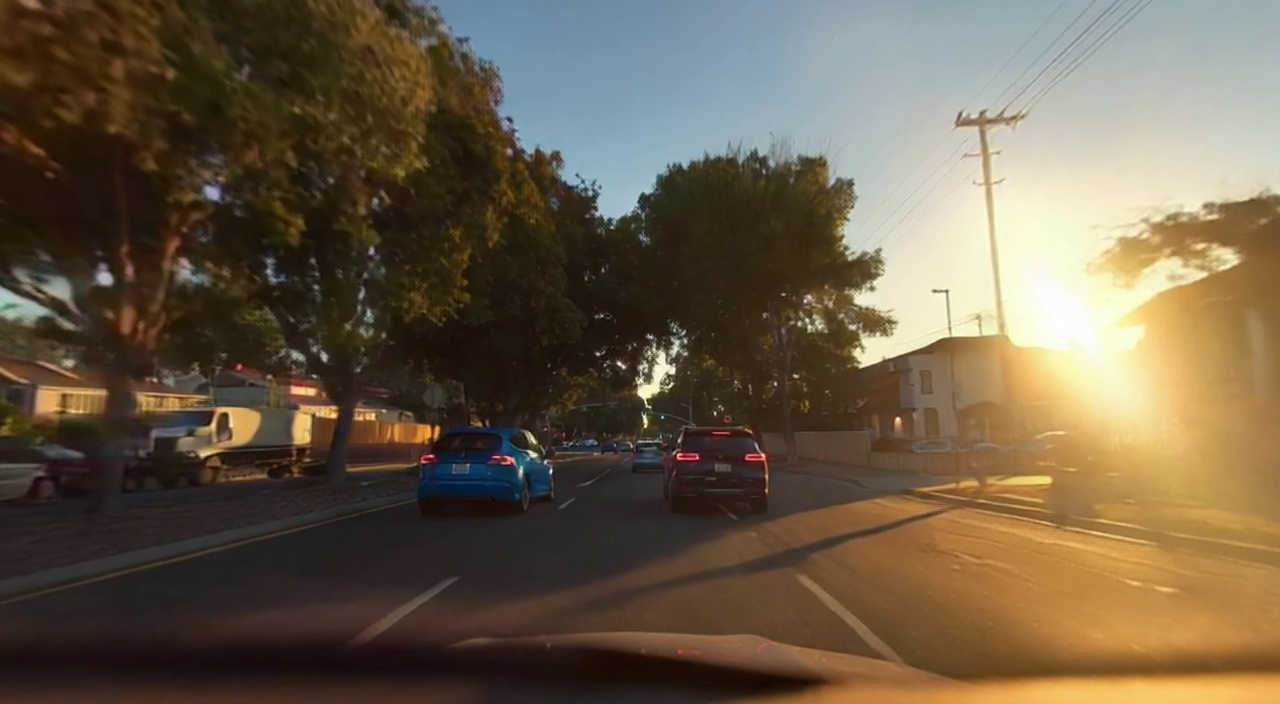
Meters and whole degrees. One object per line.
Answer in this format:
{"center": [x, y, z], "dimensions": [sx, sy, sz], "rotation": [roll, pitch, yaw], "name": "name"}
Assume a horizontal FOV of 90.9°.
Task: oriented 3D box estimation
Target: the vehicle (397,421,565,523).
{"center": [-2.933, 2.347, 12.881], "dimensions": [2.043, 1.687, 4.676], "rotation": [0, -8, 2], "name": "vehicle"}

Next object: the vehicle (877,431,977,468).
{"center": [15.964, 5.397, 35.379], "dimensions": [2.032, 1.877, 4.876], "rotation": [2, -7, -25], "name": "vehicle"}

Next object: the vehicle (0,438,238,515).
{"center": [-11.914, 2.795, 14.723], "dimensions": [1.923, 1.490, 4.501], "rotation": [0, -9, 3], "name": "vehicle"}

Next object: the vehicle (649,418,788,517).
{"center": [1.433, 2.389, 13.496], "dimensions": [2.280, 1.747, 4.361], "rotation": [0, -9, -2], "name": "vehicle"}

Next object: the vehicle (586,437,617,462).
{"center": [-2.895, 7.446, 48.210], "dimensions": [2.014, 1.755, 4.360], "rotation": [0, -9, 1], "name": "vehicle"}

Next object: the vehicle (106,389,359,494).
{"center": [-15.040, 3.538, 24.772], "dimensions": [2.901, 3.276, 9.720], "rotation": [-1, -9, 4], "name": "vehicle"}
